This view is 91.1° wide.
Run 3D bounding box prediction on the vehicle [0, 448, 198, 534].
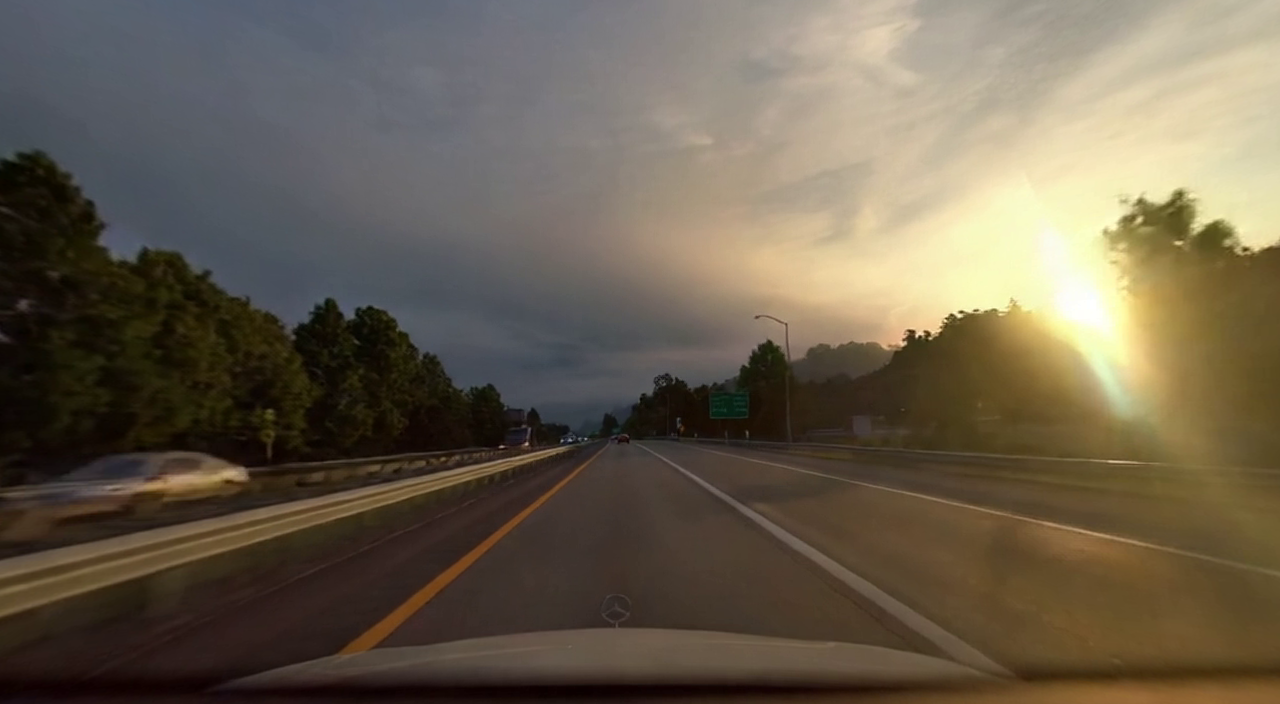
[{"bbox_3d":[-13.177,3.137,14.930,1.985,1.608,4.652,0,-8,-1],"label":"vehicle"}]
